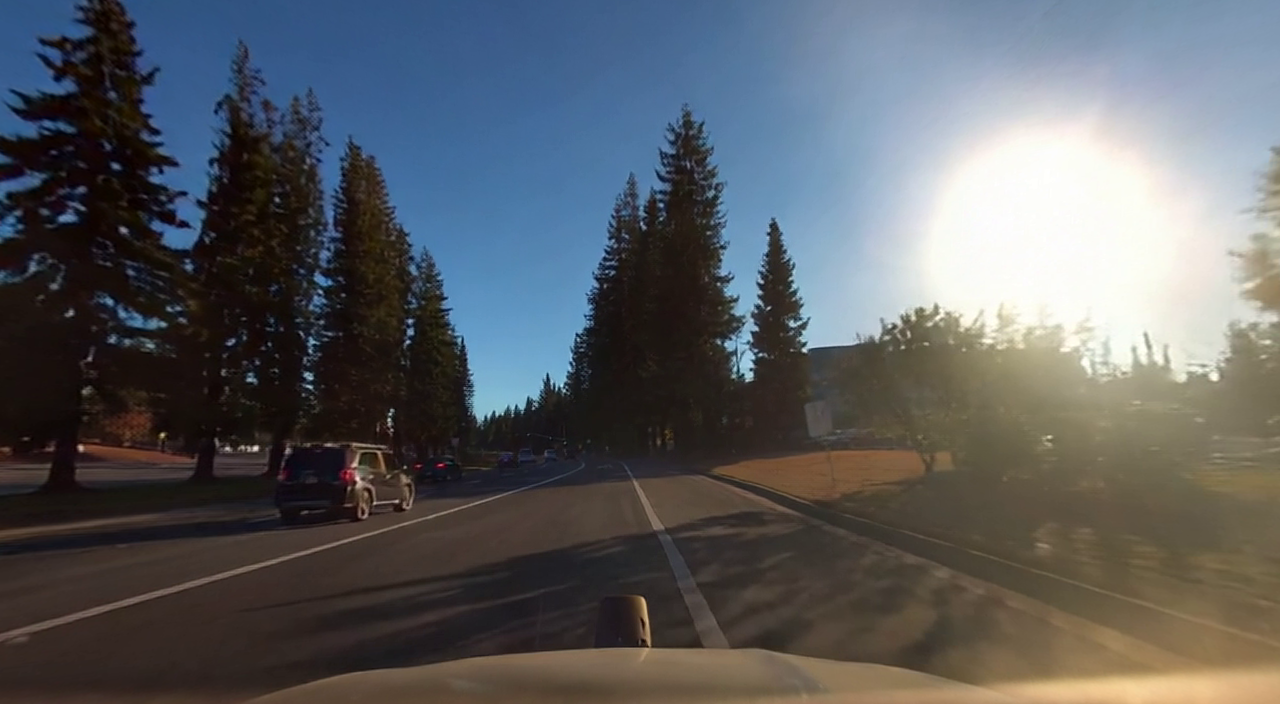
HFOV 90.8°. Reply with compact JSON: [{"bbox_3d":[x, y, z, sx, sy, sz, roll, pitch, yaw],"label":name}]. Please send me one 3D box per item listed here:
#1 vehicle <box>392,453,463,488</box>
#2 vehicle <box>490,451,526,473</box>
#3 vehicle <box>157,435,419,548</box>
[{"bbox_3d":[-10.059,5.612,30.301,1.781,1.476,4.513,0,-8,1],"label":"vehicle"},{"bbox_3d":[-10.220,8.518,49.111,1.886,1.535,4.742,0,-8,-1],"label":"vehicle"},{"bbox_3d":[-6.321,2.519,12.216,2.210,1.737,4.649,-1,-8,3],"label":"vehicle"}]
